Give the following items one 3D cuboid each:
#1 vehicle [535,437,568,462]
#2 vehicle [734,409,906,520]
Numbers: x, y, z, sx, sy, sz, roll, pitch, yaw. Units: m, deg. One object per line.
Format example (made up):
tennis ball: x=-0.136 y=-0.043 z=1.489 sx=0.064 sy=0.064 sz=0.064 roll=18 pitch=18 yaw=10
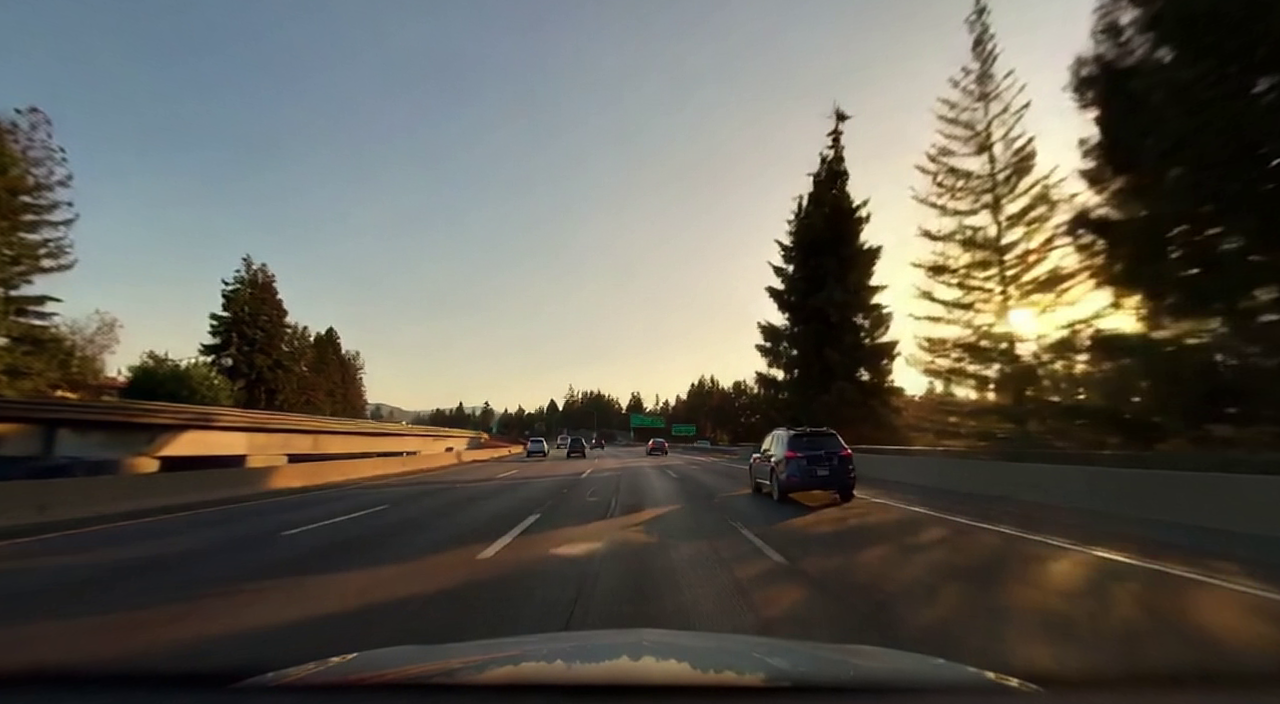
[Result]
vehicle: x=-6.110 y=6.813 z=44.090 sx=2.064 sy=1.645 sz=4.286 roll=1 pitch=-8 yaw=-5
vehicle: x=3.285 y=2.160 z=12.584 sx=2.043 sy=1.795 sz=4.347 roll=0 pitch=-8 yaw=-2
